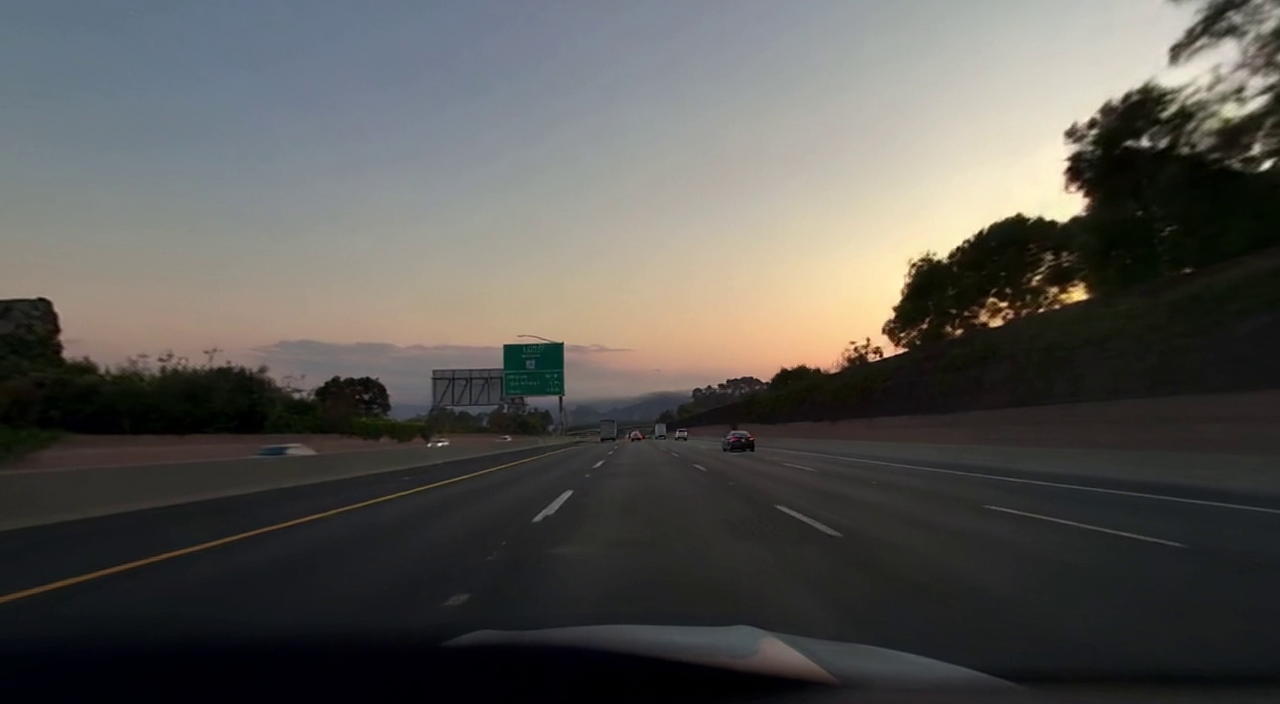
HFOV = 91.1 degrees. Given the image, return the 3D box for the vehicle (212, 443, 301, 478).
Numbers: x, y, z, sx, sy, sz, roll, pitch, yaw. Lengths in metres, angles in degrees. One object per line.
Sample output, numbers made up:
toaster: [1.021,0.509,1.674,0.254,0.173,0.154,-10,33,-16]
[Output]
vehicle: [-17.622,4.971,29.112,1.741,1.450,3.810,0,-8,-1]

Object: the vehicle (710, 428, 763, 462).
vehicle: [4.517,4.390,29.949,1.802,1.492,3.804,0,-8,-2]
